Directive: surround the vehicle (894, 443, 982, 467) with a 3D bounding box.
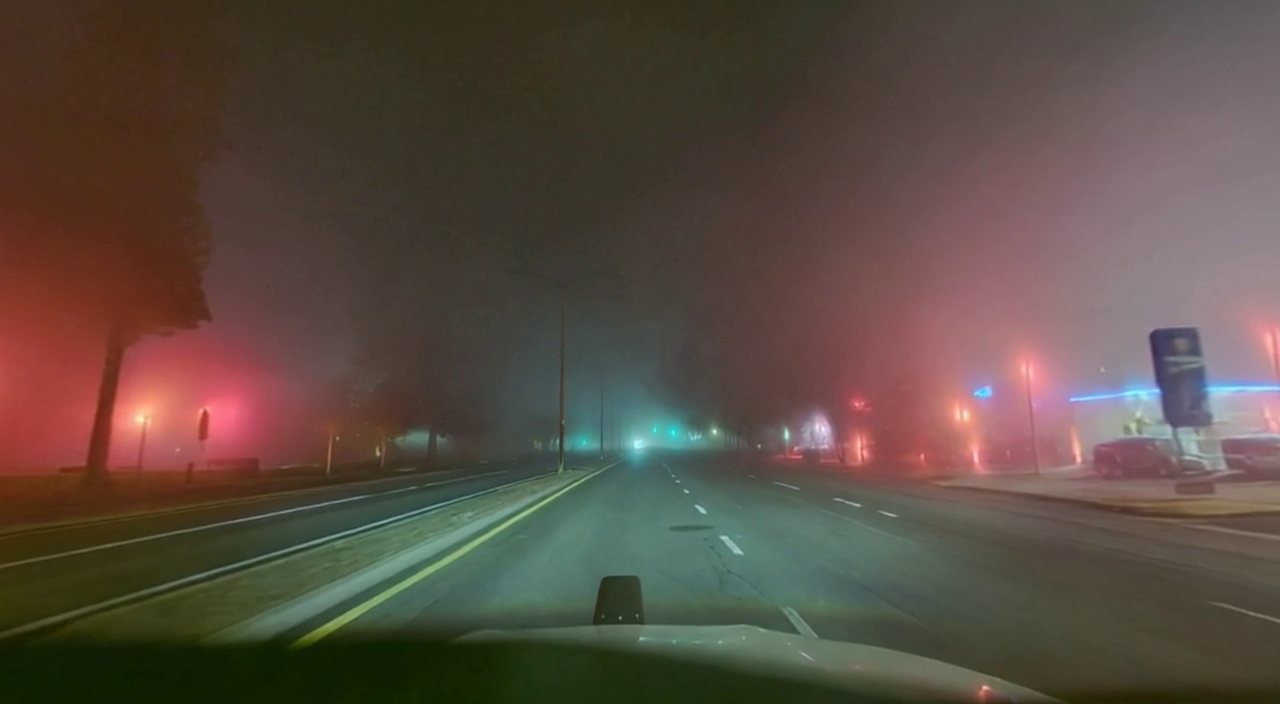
[{"bbox_3d":[20.404,7.068,43.412,4.937,1.573,2.068,0,-8,0],"label":"vehicle"}]

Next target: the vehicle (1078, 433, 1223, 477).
[{"bbox_3d":[21.194,4.280,26.346,4.376,1.575,1.981,-1,-9,-5],"label":"vehicle"}]
